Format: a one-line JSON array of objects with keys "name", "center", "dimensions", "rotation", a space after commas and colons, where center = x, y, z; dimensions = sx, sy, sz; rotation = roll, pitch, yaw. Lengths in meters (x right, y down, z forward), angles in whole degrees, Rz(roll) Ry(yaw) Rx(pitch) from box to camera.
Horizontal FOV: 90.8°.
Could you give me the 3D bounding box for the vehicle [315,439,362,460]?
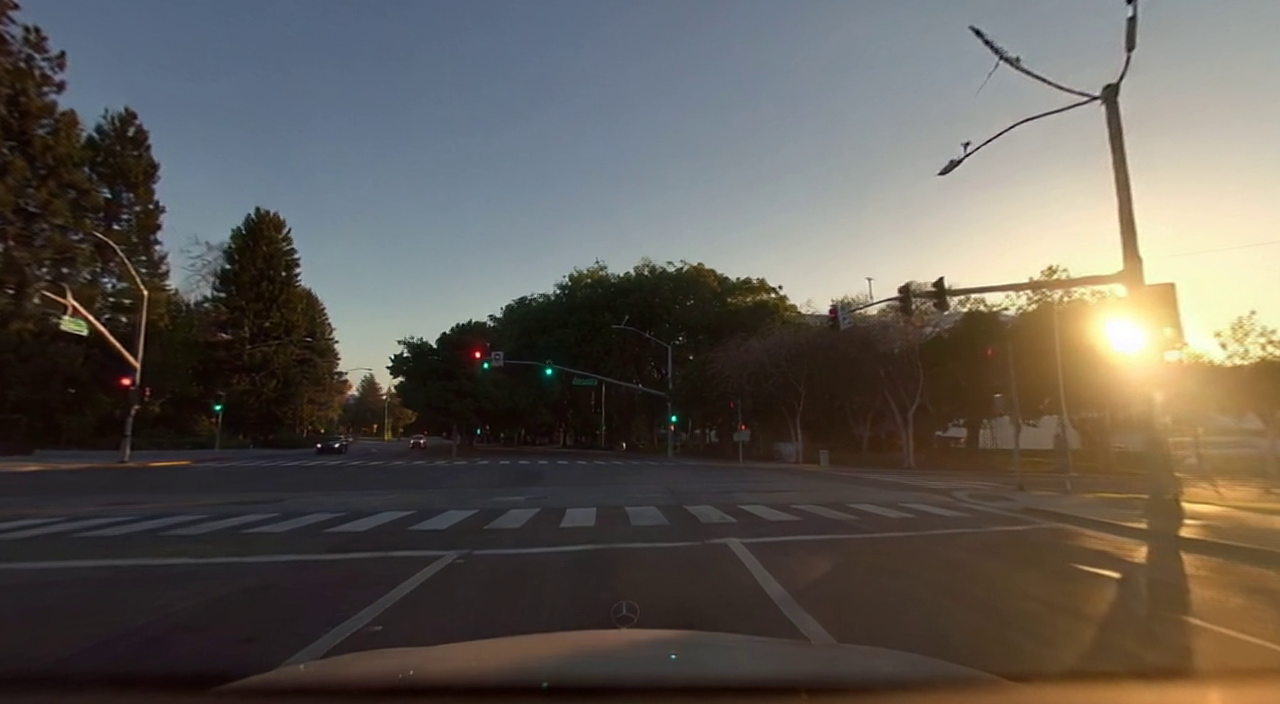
[{"name": "vehicle", "center": [-21.966, 7.099, 46.203], "dimensions": [1.918, 1.432, 4.433], "rotation": [1, -9, -10]}]
